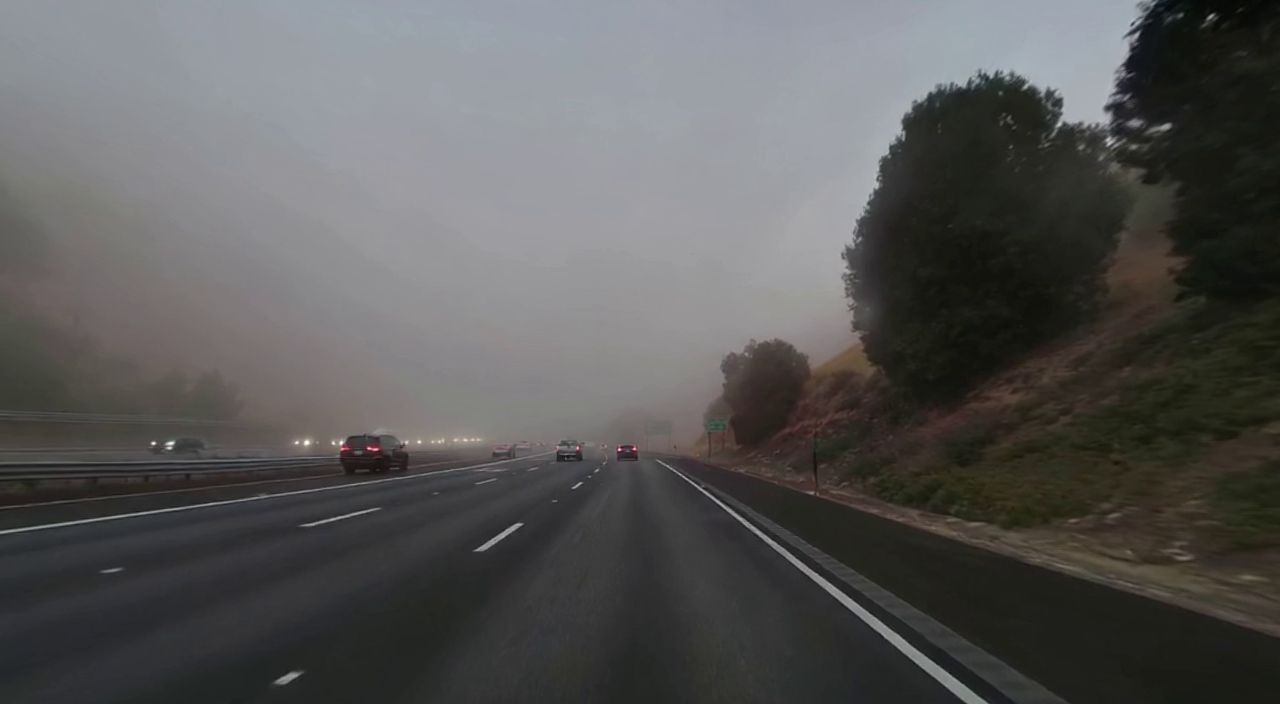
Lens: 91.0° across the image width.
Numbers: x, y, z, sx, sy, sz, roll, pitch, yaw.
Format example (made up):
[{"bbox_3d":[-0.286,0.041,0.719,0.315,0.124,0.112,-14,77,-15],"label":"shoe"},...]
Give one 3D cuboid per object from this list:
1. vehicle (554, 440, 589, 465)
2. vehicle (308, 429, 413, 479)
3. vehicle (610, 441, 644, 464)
[{"bbox_3d":[-4.790,7.117,44.660,2.060,1.631,4.214,0,-8,-1],"label":"vehicle"},{"bbox_3d":[-11.868,4.377,27.228,2.219,1.923,4.985,0,-8,0],"label":"vehicle"},{"bbox_3d":[-0.976,7.387,46.501,2.421,1.594,4.248,0,-9,-2],"label":"vehicle"}]
